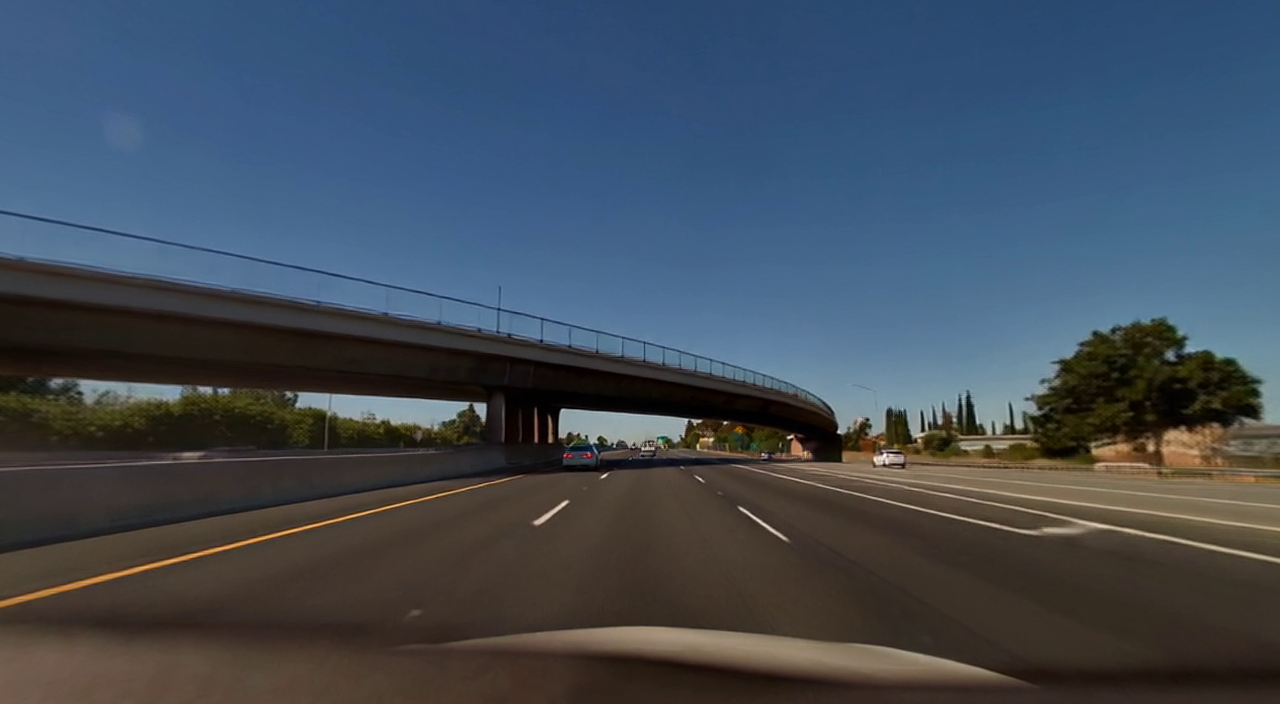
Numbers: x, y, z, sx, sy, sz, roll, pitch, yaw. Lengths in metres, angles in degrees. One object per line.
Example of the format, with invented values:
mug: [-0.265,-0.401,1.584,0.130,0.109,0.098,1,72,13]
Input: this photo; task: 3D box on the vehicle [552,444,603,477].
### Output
vehicle: [-3.015,5.306,31.079,1.968,1.504,3.892,0,-8,2]
